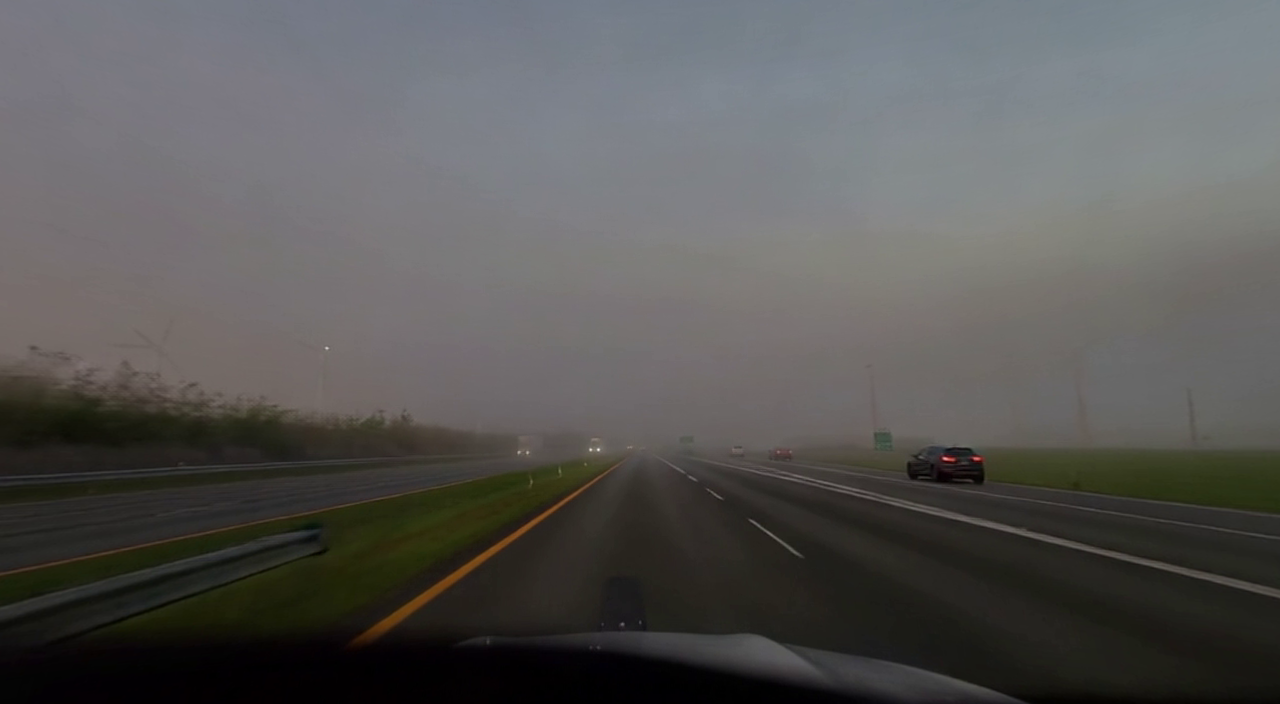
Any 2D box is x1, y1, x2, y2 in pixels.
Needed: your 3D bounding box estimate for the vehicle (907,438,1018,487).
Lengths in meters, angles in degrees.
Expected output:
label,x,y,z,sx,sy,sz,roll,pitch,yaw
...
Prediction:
label,x,y,z,sx,sy,sz,roll,pitch,yaw
vehicle,12.325,4.243,24.501,1.897,1.669,4.825,0,-9,2
